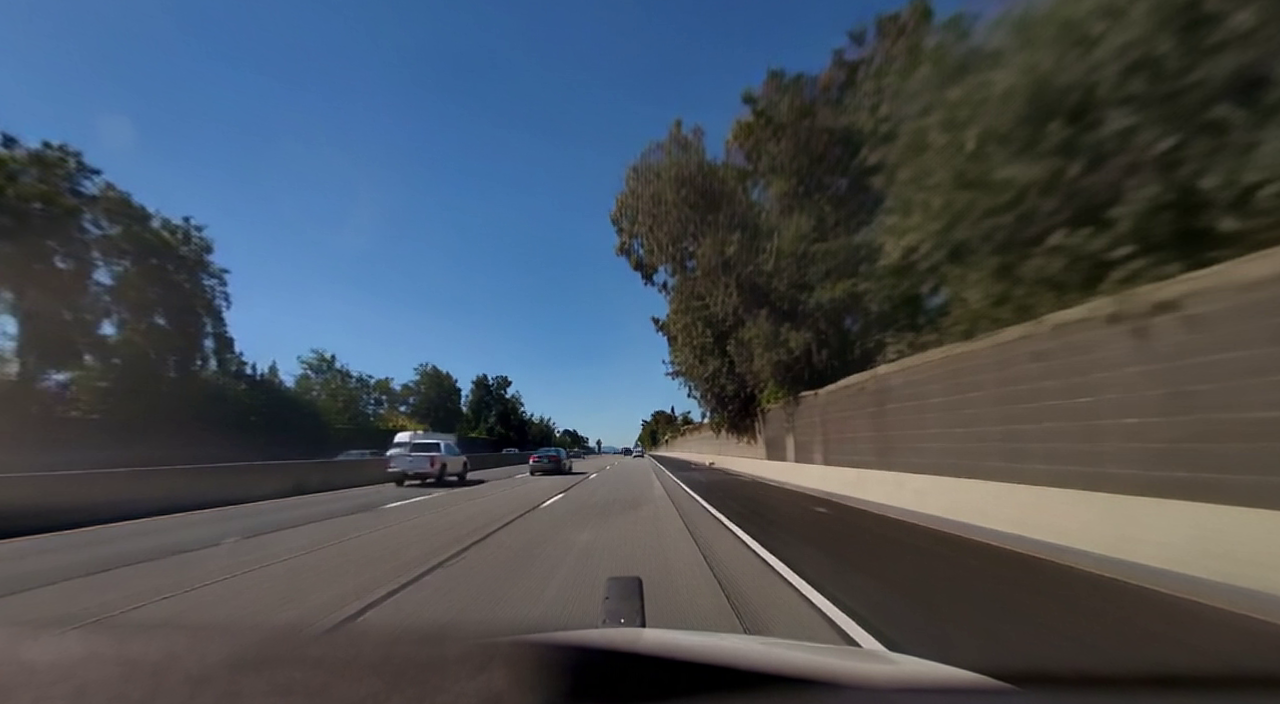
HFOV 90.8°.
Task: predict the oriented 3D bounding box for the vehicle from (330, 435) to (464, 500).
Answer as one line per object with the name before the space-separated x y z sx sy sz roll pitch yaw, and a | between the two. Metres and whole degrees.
vehicle | -7.258 3.502 19.566 2.173 1.722 4.869 0 -9 0

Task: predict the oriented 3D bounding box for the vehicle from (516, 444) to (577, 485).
vehicle | -3.753 4.565 25.861 1.893 1.521 3.742 0 -9 0
